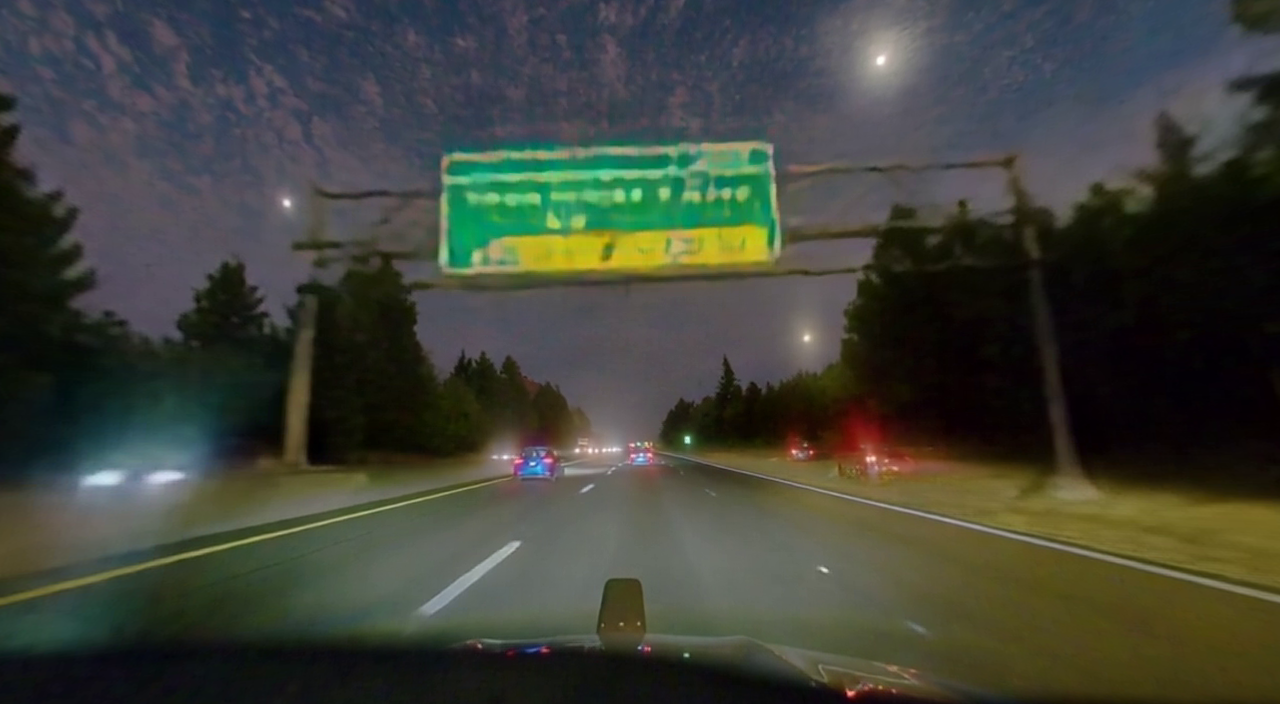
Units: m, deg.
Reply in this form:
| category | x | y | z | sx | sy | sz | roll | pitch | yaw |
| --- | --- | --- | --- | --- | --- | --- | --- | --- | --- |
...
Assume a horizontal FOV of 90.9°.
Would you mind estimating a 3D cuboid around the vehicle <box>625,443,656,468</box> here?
| category | x | y | z | sx | sy | sz | roll | pitch | yaw |
| --- | --- | --- | --- | --- | --- | --- | --- | --- | --- |
| vehicle | 0.049 | 6.933 | 42.478 | 2.011 | 1.590 | 3.607 | 0 | -9 | 0 |

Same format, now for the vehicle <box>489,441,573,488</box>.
| category | x | y | z | sx | sy | sz | roll | pitch | yaw |
| --- | --- | --- | --- | --- | --- | --- | --- | --- | --- |
| vehicle | -3.773 | 3.993 | 22.758 | 2.157 | 1.483 | 4.601 | 0 | -9 | 1 |

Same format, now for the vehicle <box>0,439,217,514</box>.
| category | x | y | z | sx | sy | sz | roll | pitch | yaw |
| --- | --- | --- | --- | --- | --- | --- | --- | --- | --- |
| vehicle | -13.226 | 3.027 | 15.920 | 1.927 | 1.601 | 4.480 | 0 | -9 | 0 |
